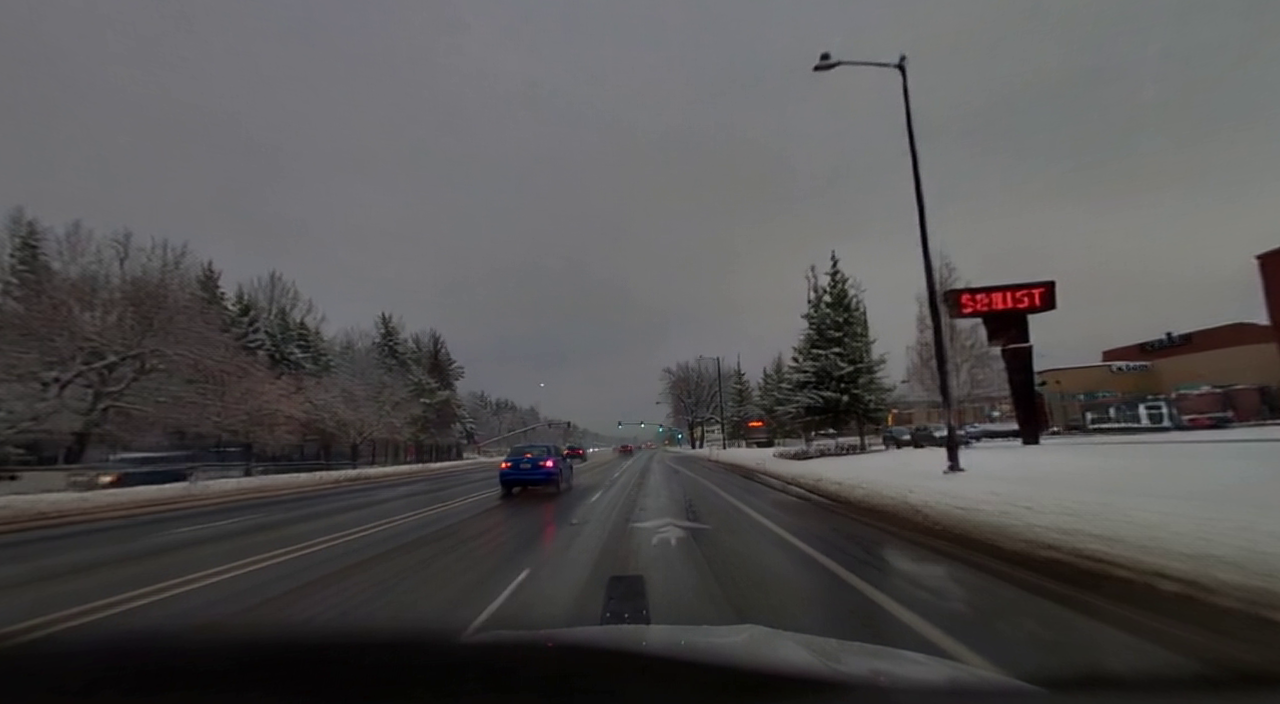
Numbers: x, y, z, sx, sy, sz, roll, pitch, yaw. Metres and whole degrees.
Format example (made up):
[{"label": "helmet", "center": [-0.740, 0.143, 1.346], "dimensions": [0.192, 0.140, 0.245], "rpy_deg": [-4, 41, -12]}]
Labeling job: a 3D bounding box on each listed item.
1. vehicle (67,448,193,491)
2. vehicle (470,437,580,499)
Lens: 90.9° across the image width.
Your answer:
[{"label": "vehicle", "center": [-25.105, 5.749, 31.308], "dimensions": [2.099, 1.906, 4.891], "rpy_deg": [0, -8, 1]}, {"label": "vehicle", "center": [-3.050, 3.181, 17.732], "dimensions": [2.152, 1.479, 4.394], "rpy_deg": [0, -8, 2]}]
